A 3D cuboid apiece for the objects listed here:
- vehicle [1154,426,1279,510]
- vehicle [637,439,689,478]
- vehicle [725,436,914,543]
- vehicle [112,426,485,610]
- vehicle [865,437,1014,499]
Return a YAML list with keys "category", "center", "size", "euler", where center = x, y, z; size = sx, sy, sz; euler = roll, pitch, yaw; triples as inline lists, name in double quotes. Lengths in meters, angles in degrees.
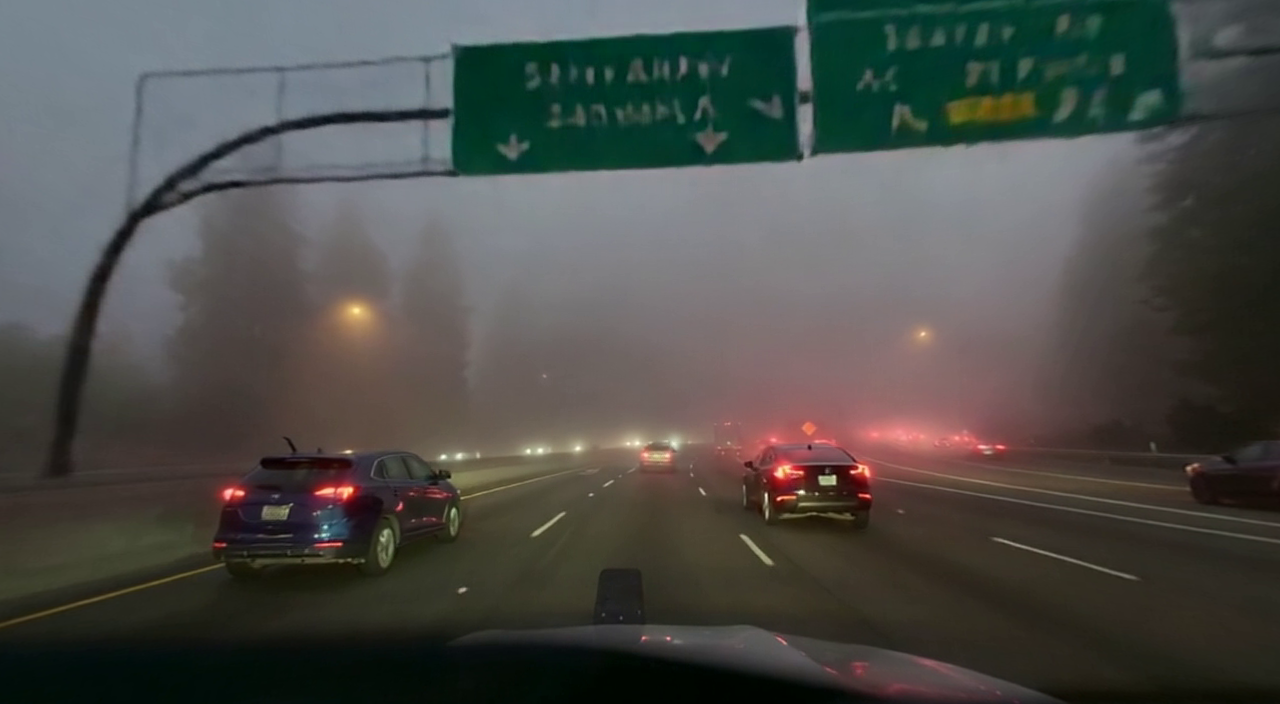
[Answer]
- category: "vehicle"
  center: [12.925, 2.253, 12.296]
  size: [1.976, 1.548, 4.687]
  euler: [-1, -9, 4]
- category: "vehicle"
  center: [1.076, 4.756, 28.359]
  size: [2.201, 1.614, 3.803]
  euler: [-1, -9, 3]
- category: "vehicle"
  center: [2.846, 2.293, 11.205]
  size: [2.009, 1.489, 4.559]
  euler: [0, -9, 0]
- category: "vehicle"
  center: [-3.510, 1.776, 7.713]
  size: [1.937, 1.558, 4.469]
  euler: [0, -9, 2]
- category: "vehicle"
  center: [8.141, 3.187, 17.694]
  size: [2.014, 1.506, 4.626]
  euler: [0, -9, 2]
